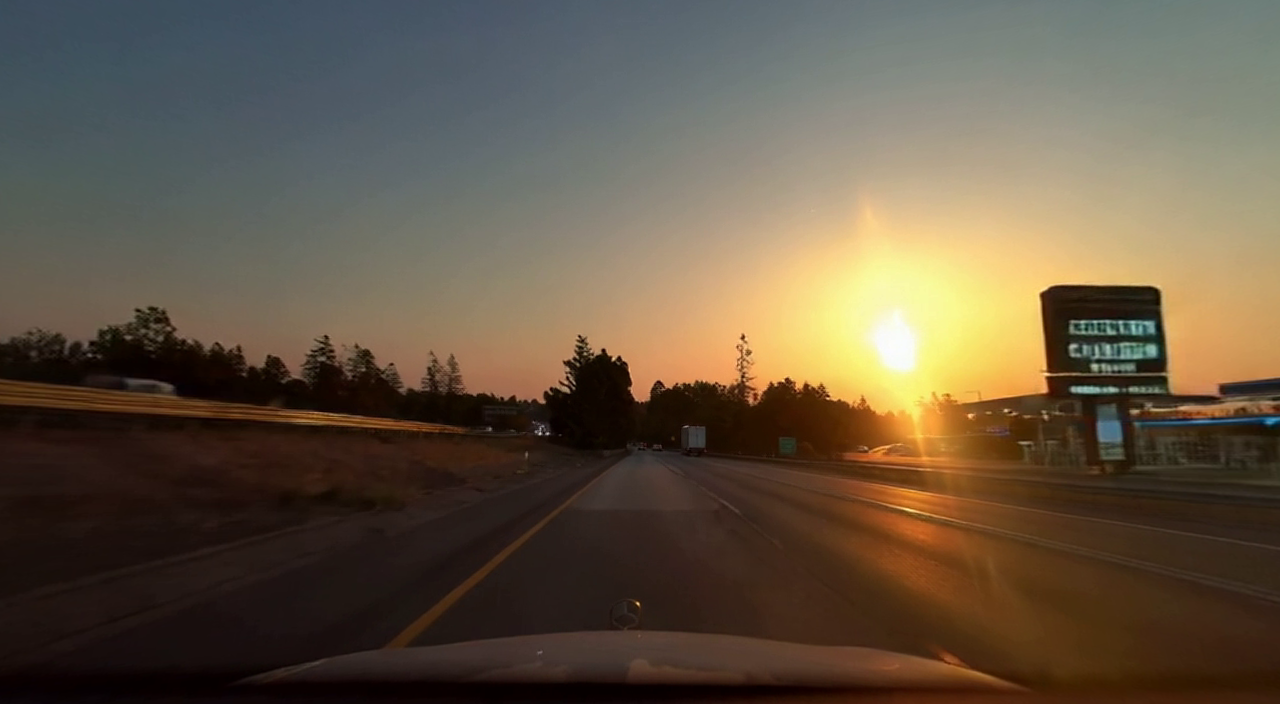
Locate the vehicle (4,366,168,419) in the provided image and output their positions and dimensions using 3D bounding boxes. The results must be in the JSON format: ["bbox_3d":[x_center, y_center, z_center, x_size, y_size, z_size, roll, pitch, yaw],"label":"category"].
[{"bbox_3d":[-20.531,1.617,23.751,1.827,1.603,4.752,0,-8,0],"label":"vehicle"}]
